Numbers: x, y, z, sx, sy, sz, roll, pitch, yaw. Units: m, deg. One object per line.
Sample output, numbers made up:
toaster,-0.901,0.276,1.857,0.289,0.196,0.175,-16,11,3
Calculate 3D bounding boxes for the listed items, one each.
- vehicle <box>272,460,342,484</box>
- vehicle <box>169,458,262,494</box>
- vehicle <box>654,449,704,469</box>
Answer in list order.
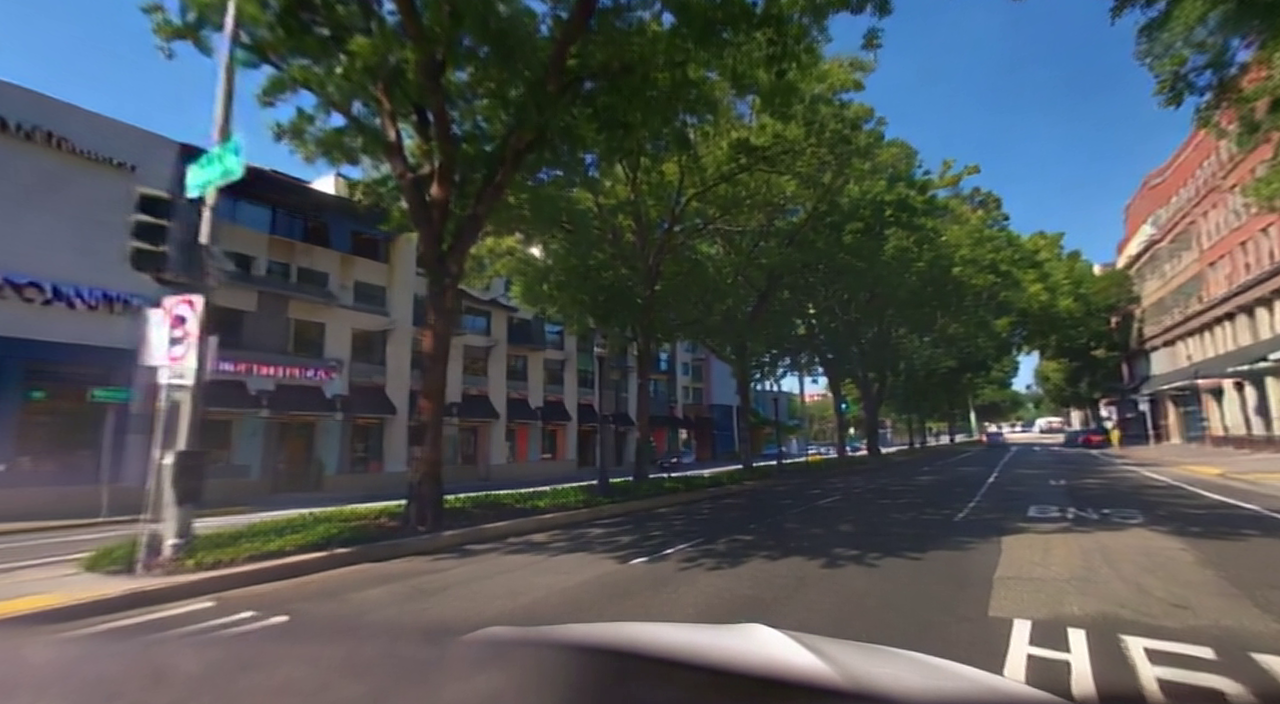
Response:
vehicle,-24.333,8.751,46.250,1.689,1.534,4.158,-10,-14,33
vehicle,-20.423,5.935,30.360,3.994,1.471,1.956,-4,-14,30
vehicle,3.064,8.158,48.270,1.840,1.440,4.442,-7,-11,32
